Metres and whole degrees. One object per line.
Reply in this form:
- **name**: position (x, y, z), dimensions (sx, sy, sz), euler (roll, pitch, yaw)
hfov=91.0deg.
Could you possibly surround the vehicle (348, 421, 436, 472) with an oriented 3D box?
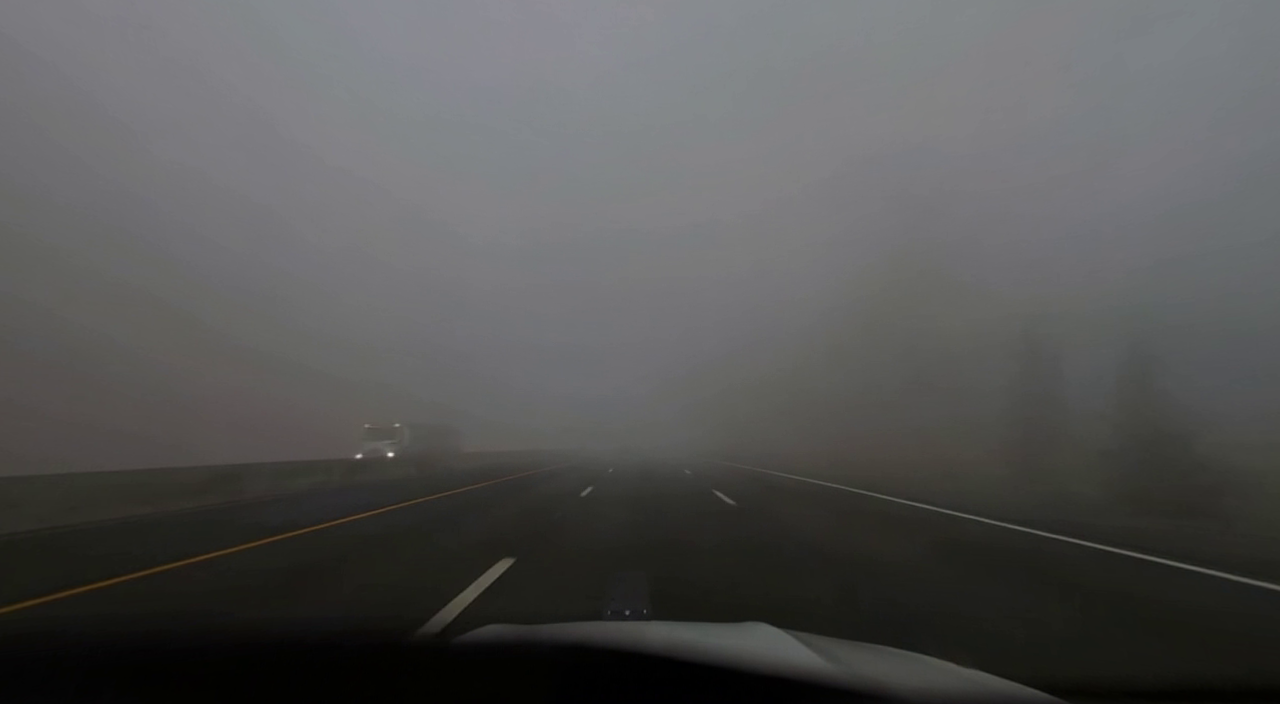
- **vehicle**: position (-18.763, 7.272, 48.468), dimensions (2.796, 3.508, 9.370), euler (0, -8, 1)

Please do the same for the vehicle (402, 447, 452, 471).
- **vehicle**: position (-14.868, 7.462, 44.181), dimensions (1.845, 1.518, 4.506), euler (0, -8, 2)
